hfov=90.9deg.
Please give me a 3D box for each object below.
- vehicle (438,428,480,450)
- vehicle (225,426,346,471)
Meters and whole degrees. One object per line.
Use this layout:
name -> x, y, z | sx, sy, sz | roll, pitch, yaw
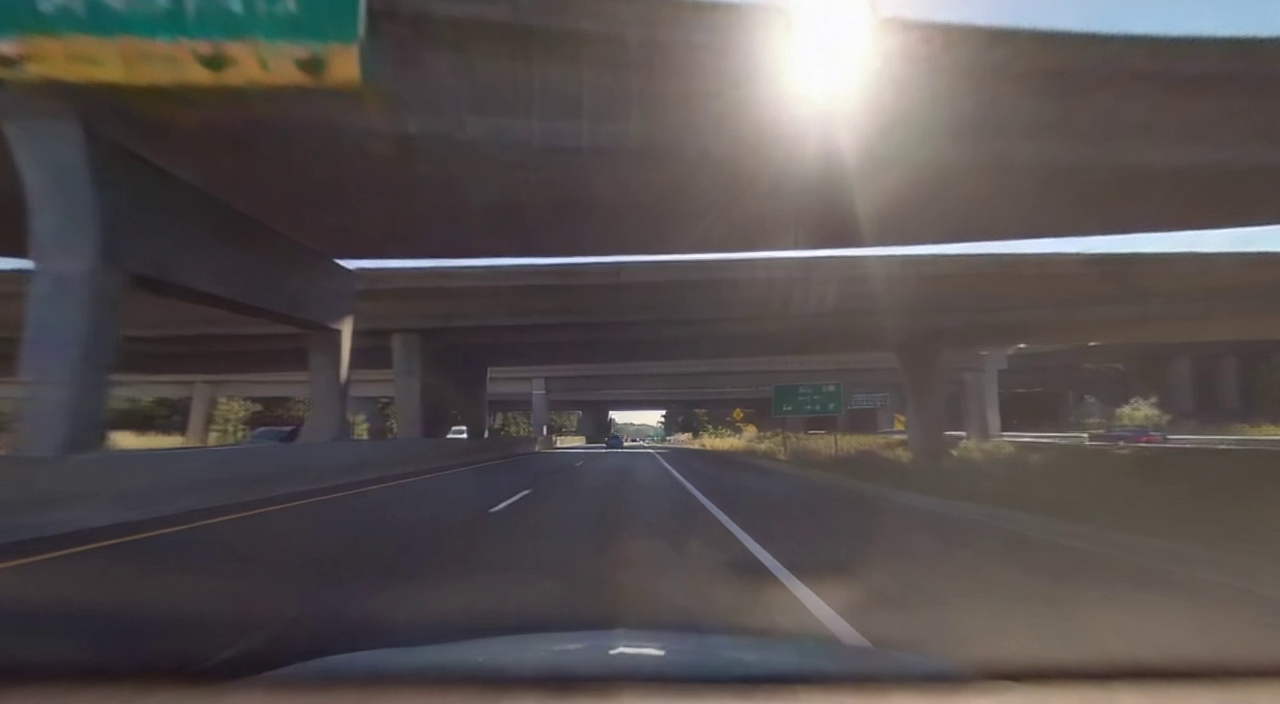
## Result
vehicle -> -13.611, 6.566, 47.628 | 1.869, 1.601, 4.415 | 0, -8, -1
vehicle -> -13.304, 3.643, 24.046 | 2.053, 1.538, 4.491 | 0, -8, -1
